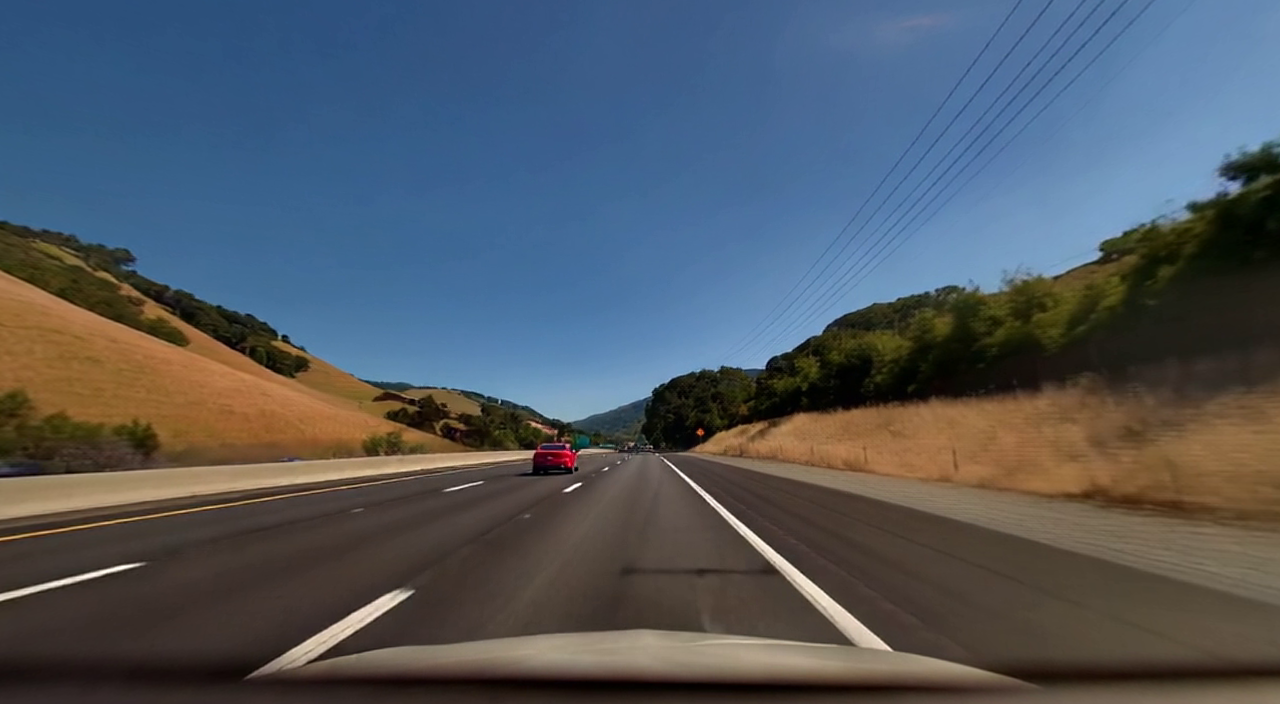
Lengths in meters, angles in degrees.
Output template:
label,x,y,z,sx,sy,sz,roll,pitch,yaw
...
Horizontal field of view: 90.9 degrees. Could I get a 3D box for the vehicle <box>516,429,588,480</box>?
label,x,y,z,sx,sy,sz,roll,pitch,yaw
vehicle,-3.448,4.099,25.548,2.136,1.845,4.515,0,-8,2
